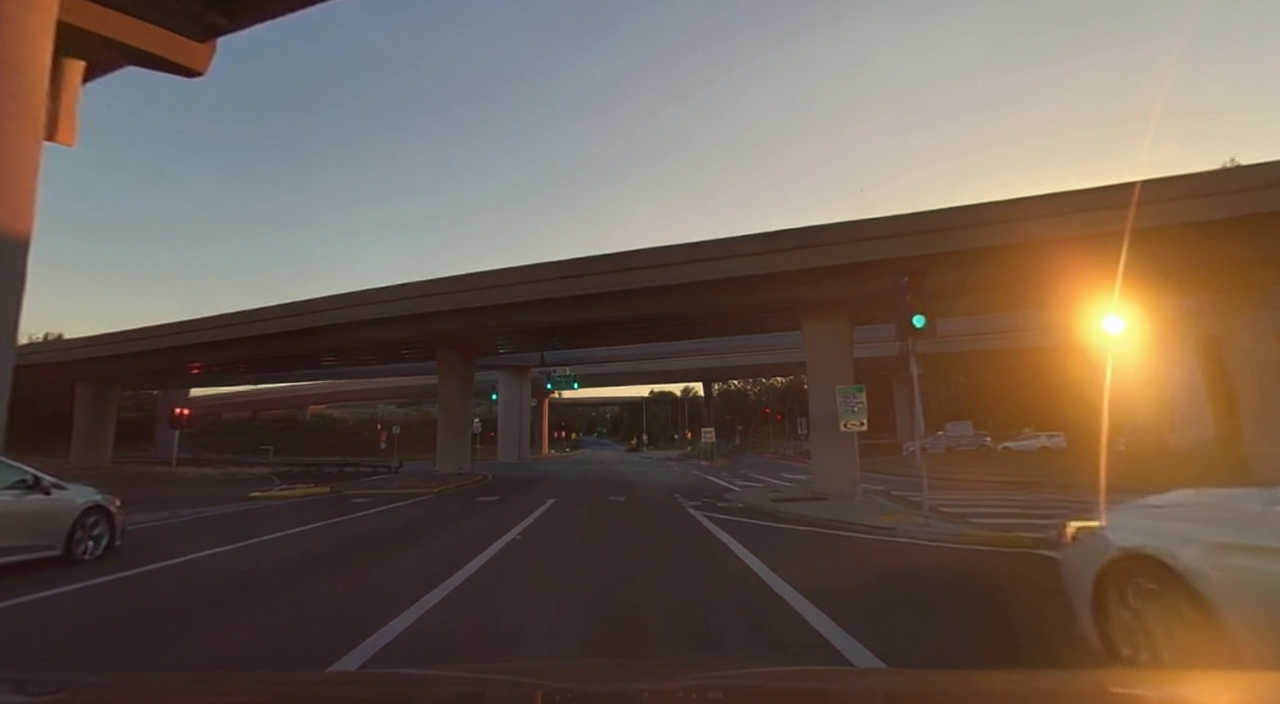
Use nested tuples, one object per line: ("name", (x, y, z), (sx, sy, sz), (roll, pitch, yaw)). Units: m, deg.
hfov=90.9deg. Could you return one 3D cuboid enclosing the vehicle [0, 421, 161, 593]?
("vehicle", (-7.326, 1.508, 6.057), (2.108, 1.670, 4.235), (0, -8, -1))
